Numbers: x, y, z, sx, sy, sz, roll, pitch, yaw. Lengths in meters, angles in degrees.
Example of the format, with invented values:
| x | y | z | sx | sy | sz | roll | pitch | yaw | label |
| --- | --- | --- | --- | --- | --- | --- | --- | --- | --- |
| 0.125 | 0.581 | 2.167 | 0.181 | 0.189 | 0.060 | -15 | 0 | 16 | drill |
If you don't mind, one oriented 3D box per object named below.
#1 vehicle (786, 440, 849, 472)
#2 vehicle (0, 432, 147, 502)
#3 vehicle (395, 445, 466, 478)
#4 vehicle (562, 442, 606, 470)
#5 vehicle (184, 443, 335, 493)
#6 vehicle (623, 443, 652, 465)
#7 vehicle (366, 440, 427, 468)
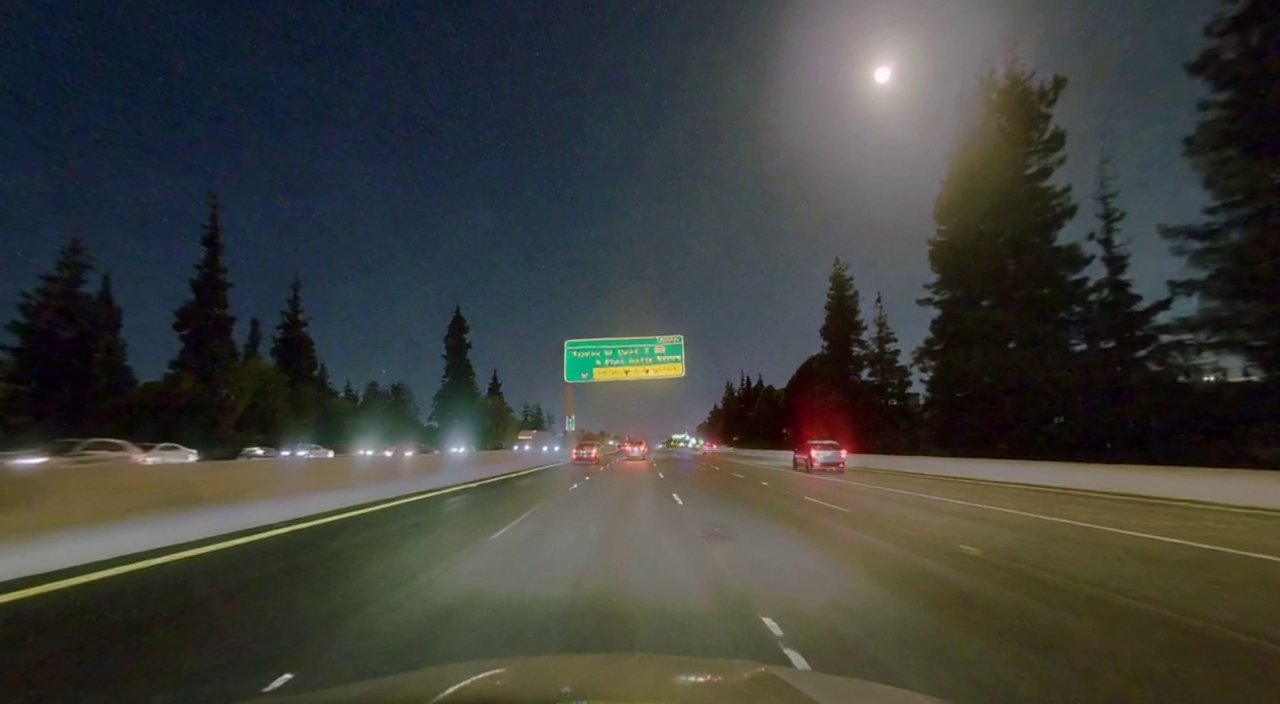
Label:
| x | y | z | sx | sy | sz | roll | pitch | yaw | label |
| --- | --- | --- | --- | --- | --- | --- | --- | --- | --- |
| 9.983 | 5.873 | 35.925 | 2.130 | 1.703 | 4.572 | 0 | -9 | -1 | vehicle |
| -16.188 | 3.016 | 16.906 | 2.142 | 1.658 | 4.662 | 0 | -9 | 1 | vehicle |
| -9.740 | 5.104 | 29.748 | 1.841 | 1.443 | 4.390 | 0 | -8 | 1 | vehicle |
| -3.332 | 6.258 | 38.256 | 2.154 | 1.530 | 4.519 | 0 | -8 | 1 | vehicle |
| -12.575 | 3.832 | 21.332 | 2.127 | 1.458 | 4.751 | 0 | -8 | 0 | vehicle |
| -0.135 | 7.349 | 45.719 | 1.977 | 1.513 | 3.546 | 0 | -8 | 1 | vehicle |
| -15.815 | 6.636 | 41.345 | 2.053 | 1.706 | 4.602 | 0 | -8 | 1 | vehicle |
